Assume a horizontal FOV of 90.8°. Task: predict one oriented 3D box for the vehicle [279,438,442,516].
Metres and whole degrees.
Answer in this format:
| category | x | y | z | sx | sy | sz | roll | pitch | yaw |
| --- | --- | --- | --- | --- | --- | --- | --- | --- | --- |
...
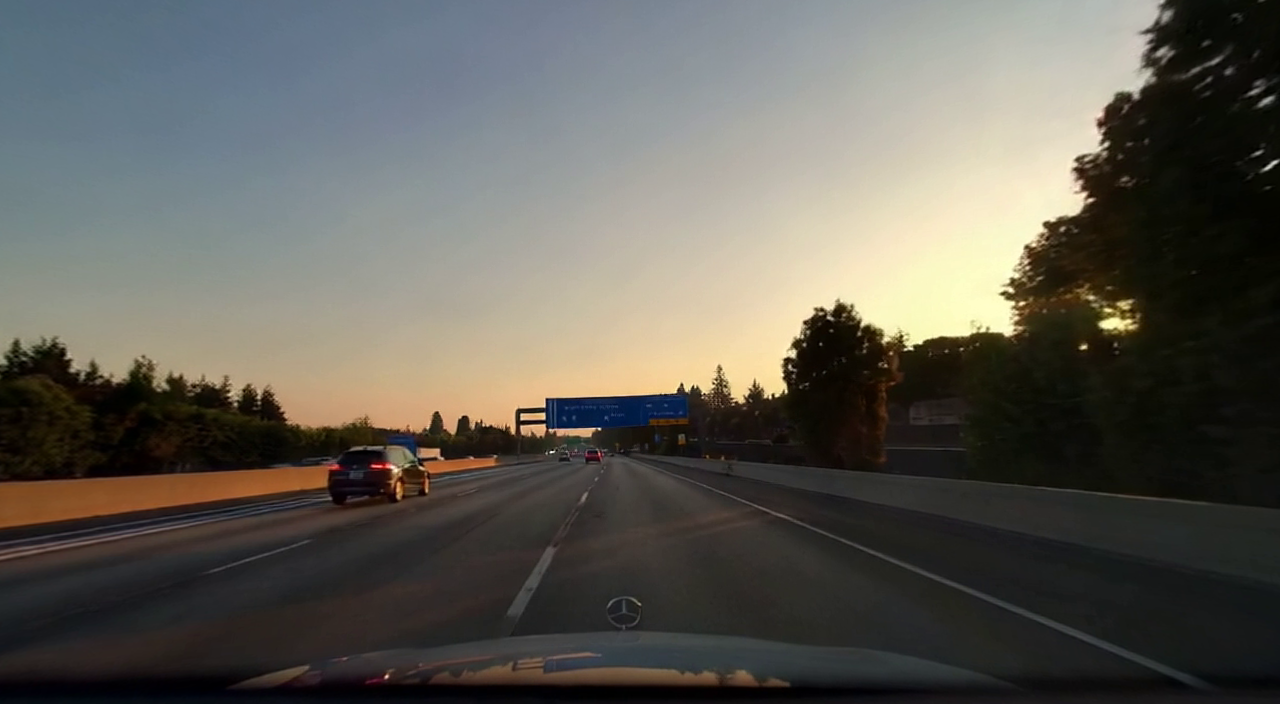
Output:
| category | x | y | z | sx | sy | sz | roll | pitch | yaw |
| --- | --- | --- | --- | --- | --- | --- | --- | --- | --- |
| vehicle | -6.526 | 2.942 | 15.378 | 2.098 | 1.606 | 4.227 | 0 | -9 | -1 |
